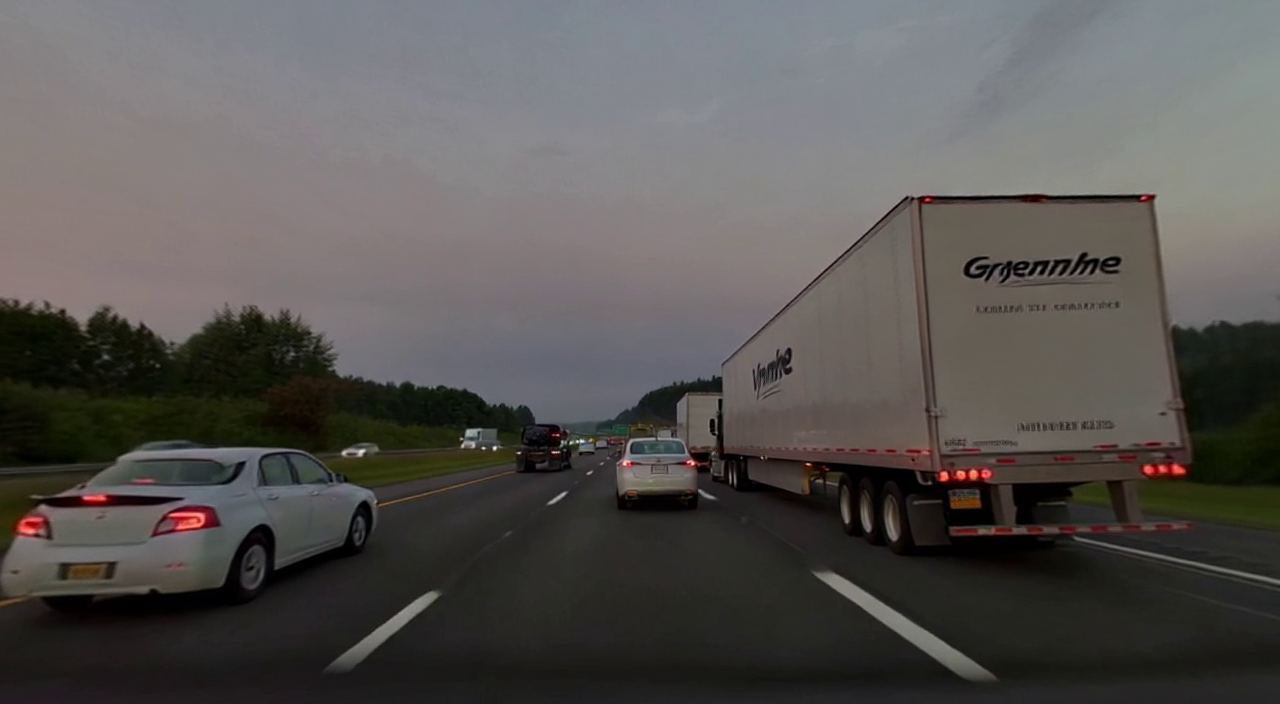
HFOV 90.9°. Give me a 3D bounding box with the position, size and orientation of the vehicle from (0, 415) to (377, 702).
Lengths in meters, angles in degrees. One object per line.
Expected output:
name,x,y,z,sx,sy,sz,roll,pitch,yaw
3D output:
vehicle,-4.400,1.398,5.638,2.100,1.491,4.676,0,-8,0

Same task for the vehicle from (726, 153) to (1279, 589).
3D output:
vehicle,4.344,1.063,13.011,2.883,4.070,14.423,0,-8,-1

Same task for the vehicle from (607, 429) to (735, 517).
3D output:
vehicle,0.450,2.385,13.057,2.200,1.495,4.282,0,-8,-2

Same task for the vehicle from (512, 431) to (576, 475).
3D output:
vehicle,-3.951,4.235,26.768,2.006,1.729,4.447,0,-8,0
